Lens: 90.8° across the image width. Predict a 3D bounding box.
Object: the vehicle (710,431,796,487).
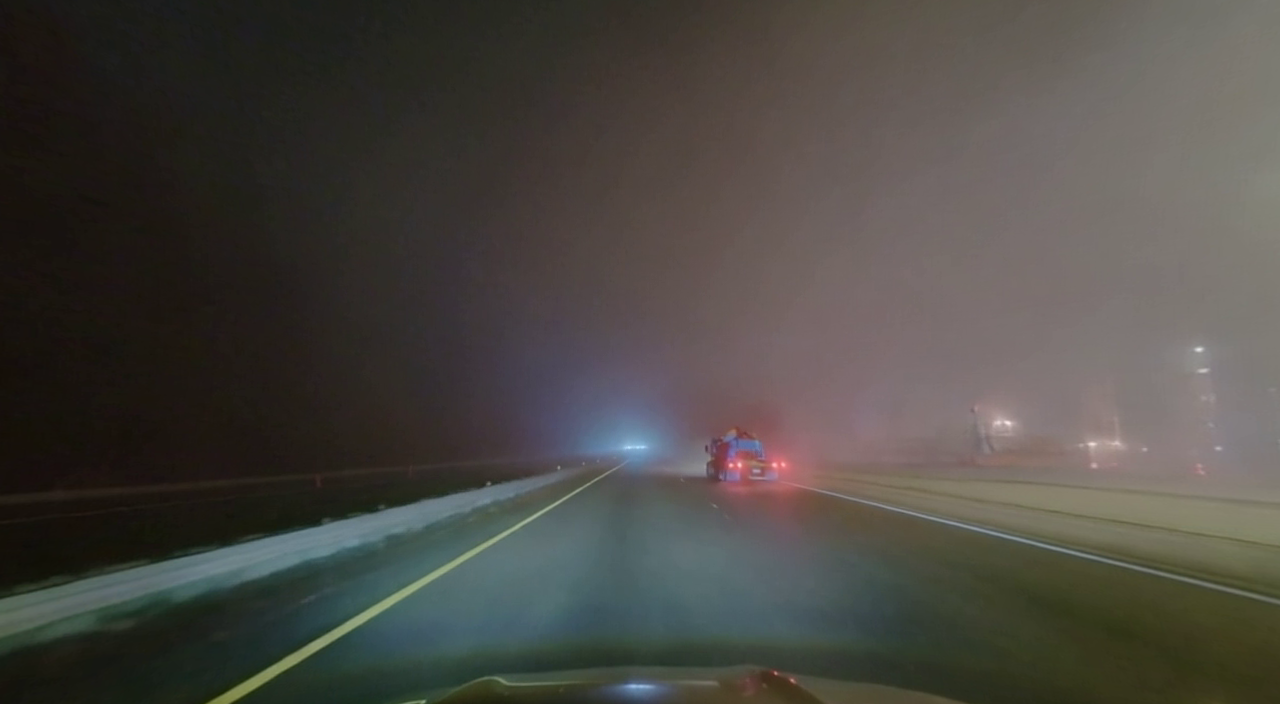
[{"bbox_3d":[4.367,4.269,25.399,2.309,2.003,5.139,0,-9,-2],"label":"vehicle"}]
